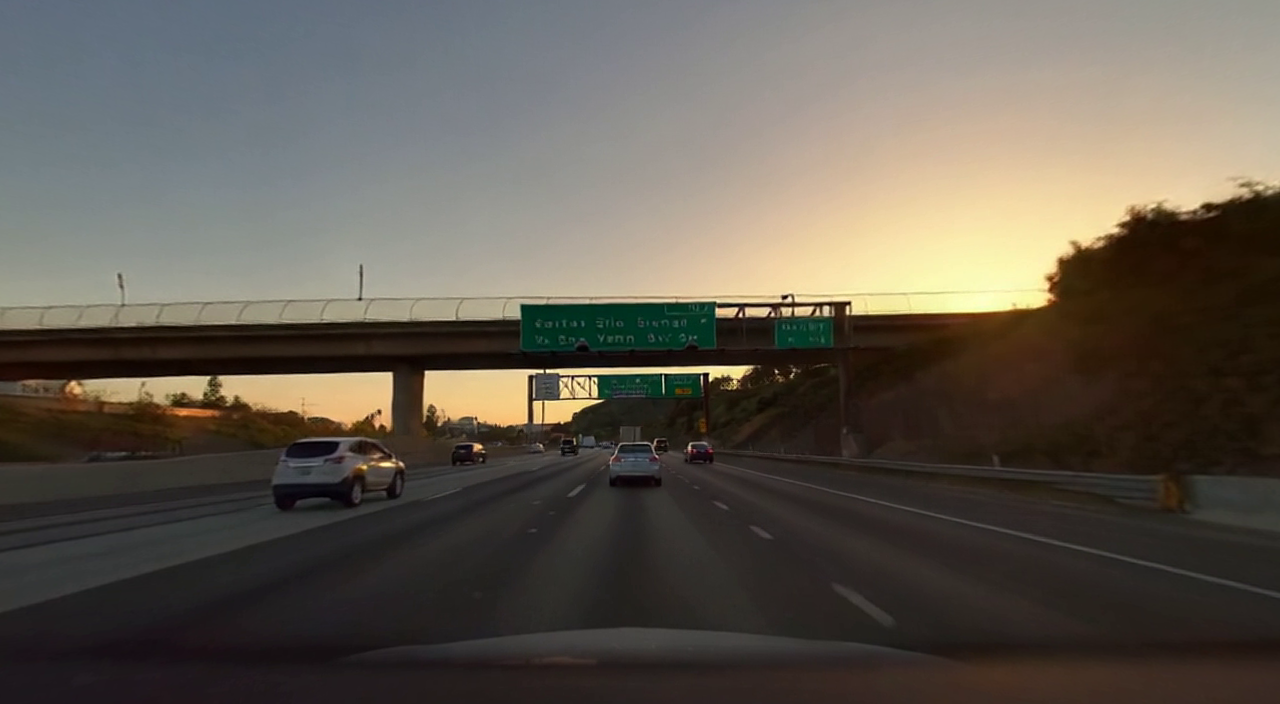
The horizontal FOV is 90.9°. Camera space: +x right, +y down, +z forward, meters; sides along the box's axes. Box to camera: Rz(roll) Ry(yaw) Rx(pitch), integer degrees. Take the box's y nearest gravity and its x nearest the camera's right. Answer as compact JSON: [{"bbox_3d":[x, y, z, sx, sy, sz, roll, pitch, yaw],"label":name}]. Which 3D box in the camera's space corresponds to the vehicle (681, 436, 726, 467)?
[{"bbox_3d":[3.703,5.915,37.671,2.100,1.707,4.342,0,-8,-2],"label":"vehicle"}]

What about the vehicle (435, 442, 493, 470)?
[{"bbox_3d":[-10.451,6.219,37.923,2.019,1.510,4.992,0,-8,1],"label":"vehicle"}]

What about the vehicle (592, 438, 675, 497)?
[{"bbox_3d":[-0.179,3.168,17.724,2.042,1.446,4.269,0,-8,-1],"label":"vehicle"}]

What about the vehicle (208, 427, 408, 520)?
[{"bbox_3d":[-6.869,2.536,13.706,2.060,1.669,4.242,0,-8,-1],"label":"vehicle"}]
